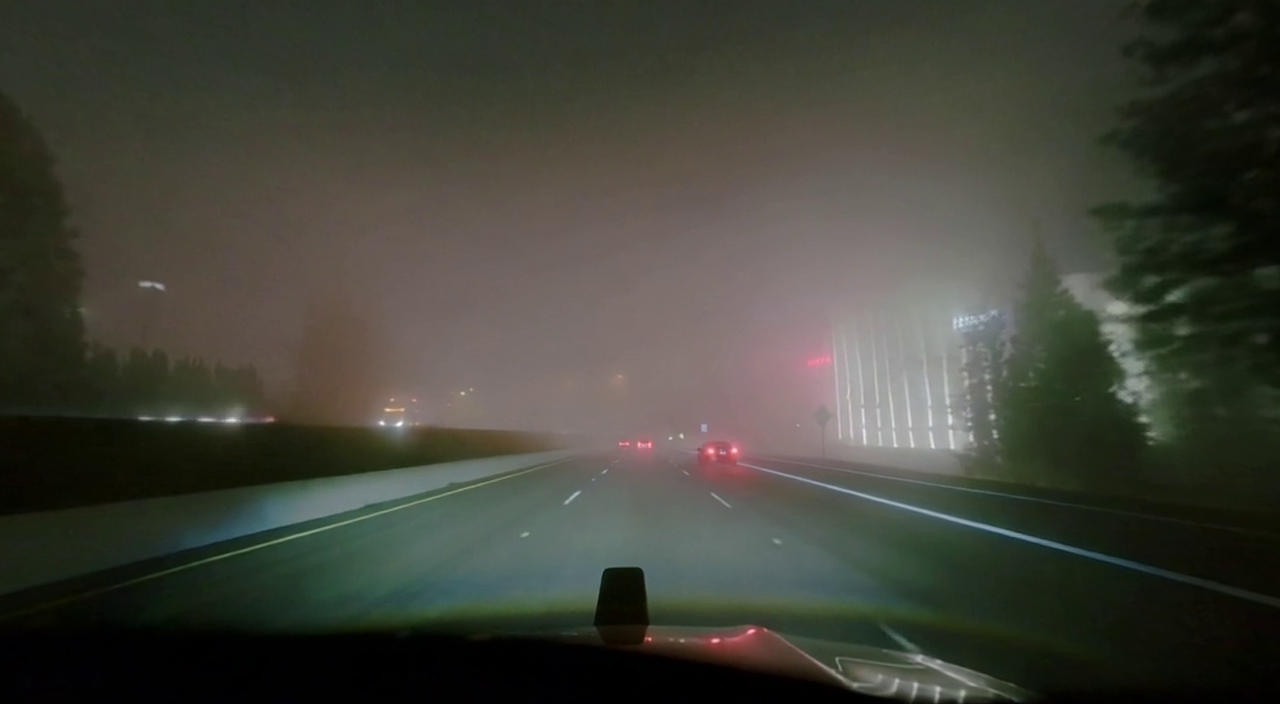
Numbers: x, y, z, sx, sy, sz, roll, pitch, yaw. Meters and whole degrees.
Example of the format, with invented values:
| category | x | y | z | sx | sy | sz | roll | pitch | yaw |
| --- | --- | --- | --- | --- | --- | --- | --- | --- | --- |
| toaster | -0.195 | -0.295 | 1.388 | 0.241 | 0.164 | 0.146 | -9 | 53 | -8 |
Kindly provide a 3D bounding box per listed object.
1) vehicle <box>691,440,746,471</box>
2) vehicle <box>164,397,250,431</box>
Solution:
| category | x | y | z | sx | sy | sz | roll | pitch | yaw |
| --- | --- | --- | --- | --- | --- | --- | --- | --- | --- |
| vehicle | 3.782 | 5.080 | 31.205 | 2.069 | 1.431 | 4.313 | 0 | -8 | -1 |
| vehicle | -21.501 | 3.138 | 31.489 | 1.762 | 1.490 | 3.786 | 1 | -9 | -4 |
